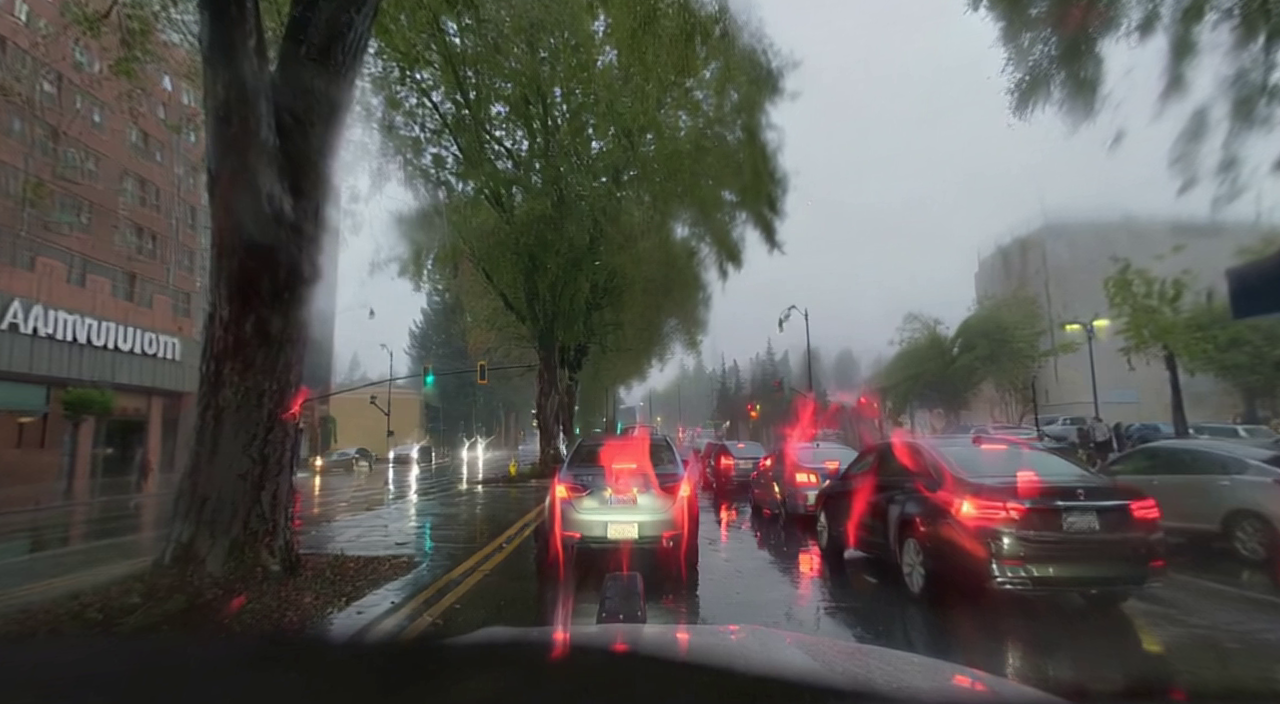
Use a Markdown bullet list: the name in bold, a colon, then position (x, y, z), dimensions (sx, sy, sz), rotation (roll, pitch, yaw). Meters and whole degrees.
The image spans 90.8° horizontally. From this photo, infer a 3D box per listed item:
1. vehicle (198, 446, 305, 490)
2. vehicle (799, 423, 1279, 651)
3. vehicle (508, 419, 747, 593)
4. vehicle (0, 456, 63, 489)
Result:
- **vehicle**: position (-15.517, 4.628, 25.547), dimensions (1.933, 1.614, 4.042), rotation (0, -9, -4)
- **vehicle**: position (3.207, 1.546, 6.436), dimensions (1.912, 1.454, 4.537), rotation (0, -9, -1)
- **vehicle**: position (-0.145, 1.671, 7.678), dimensions (2.118, 1.512, 4.013), rotation (0, -9, -1)
- **vehicle**: position (-31.731, 5.998, 31.558), dimensions (1.913, 1.531, 4.000), rotation (-9, -12, 43)
